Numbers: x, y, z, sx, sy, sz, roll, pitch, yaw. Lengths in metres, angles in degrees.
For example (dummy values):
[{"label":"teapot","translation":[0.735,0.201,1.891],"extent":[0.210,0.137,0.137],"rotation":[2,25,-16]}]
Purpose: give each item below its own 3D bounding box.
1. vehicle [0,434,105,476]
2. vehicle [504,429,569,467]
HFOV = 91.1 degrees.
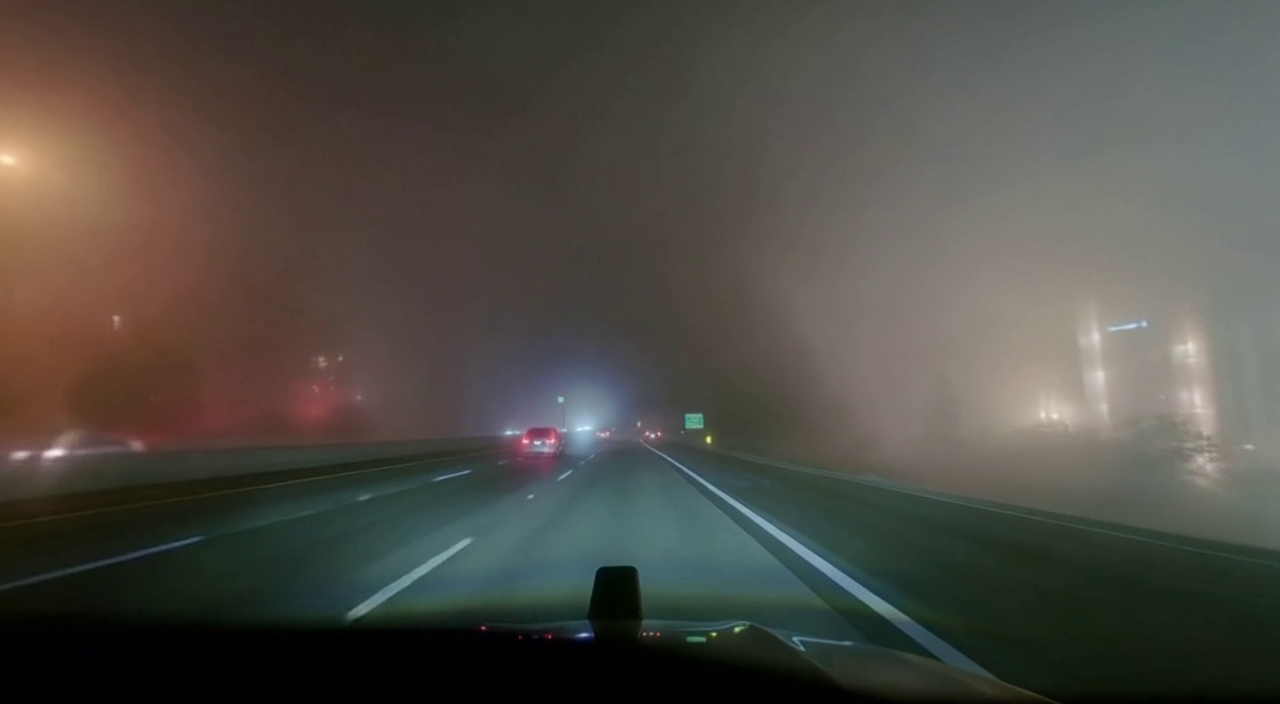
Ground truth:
[{"label":"vehicle","translation":[-27.360,4.631,28.596],"extent":[1.889,1.727,4.692],"rotation":[0,-8,0]},{"label":"vehicle","translation":[-4.268,4.045,26.753],"extent":[1.996,1.490,4.571],"rotation":[0,-8,0]}]
